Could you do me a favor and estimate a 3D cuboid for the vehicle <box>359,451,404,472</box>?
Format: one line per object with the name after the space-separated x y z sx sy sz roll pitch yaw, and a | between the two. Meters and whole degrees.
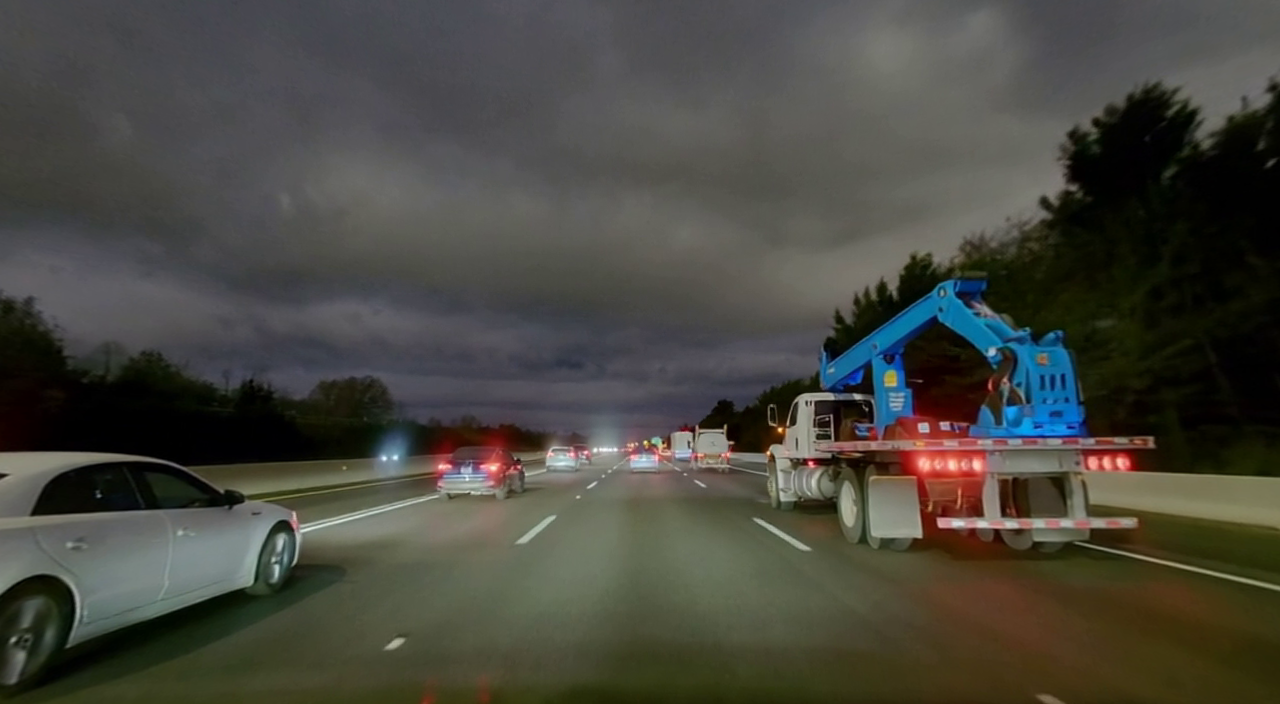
-20.435 8.645 49.649 1.855 1.539 4.036 0 -9 0 | vehicle

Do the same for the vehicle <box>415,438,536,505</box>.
-4.170 3.115 16.794 1.880 1.507 4.757 0 -9 1 | vehicle

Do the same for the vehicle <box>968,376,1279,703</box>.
4.085 0.867 2.365 2.599 1.631 5.693 0 -9 0 | vehicle

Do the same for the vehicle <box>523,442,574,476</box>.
-4.452 5.266 30.986 1.858 1.527 3.974 0 -9 1 | vehicle

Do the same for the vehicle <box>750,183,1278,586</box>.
3.980 0.854 9.815 2.975 3.618 8.456 0 -9 0 | vehicle

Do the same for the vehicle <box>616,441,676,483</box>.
0.196 4.270 24.605 2.150 1.498 3.988 0 -9 -1 | vehicle

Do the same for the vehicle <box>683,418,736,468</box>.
4.226 5.795 39.642 2.416 2.829 7.016 0 -9 -1 | vehicle

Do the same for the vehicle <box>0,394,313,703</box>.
-4.161 1.127 3.929 1.978 1.556 4.119 0 -9 0 | vehicle
